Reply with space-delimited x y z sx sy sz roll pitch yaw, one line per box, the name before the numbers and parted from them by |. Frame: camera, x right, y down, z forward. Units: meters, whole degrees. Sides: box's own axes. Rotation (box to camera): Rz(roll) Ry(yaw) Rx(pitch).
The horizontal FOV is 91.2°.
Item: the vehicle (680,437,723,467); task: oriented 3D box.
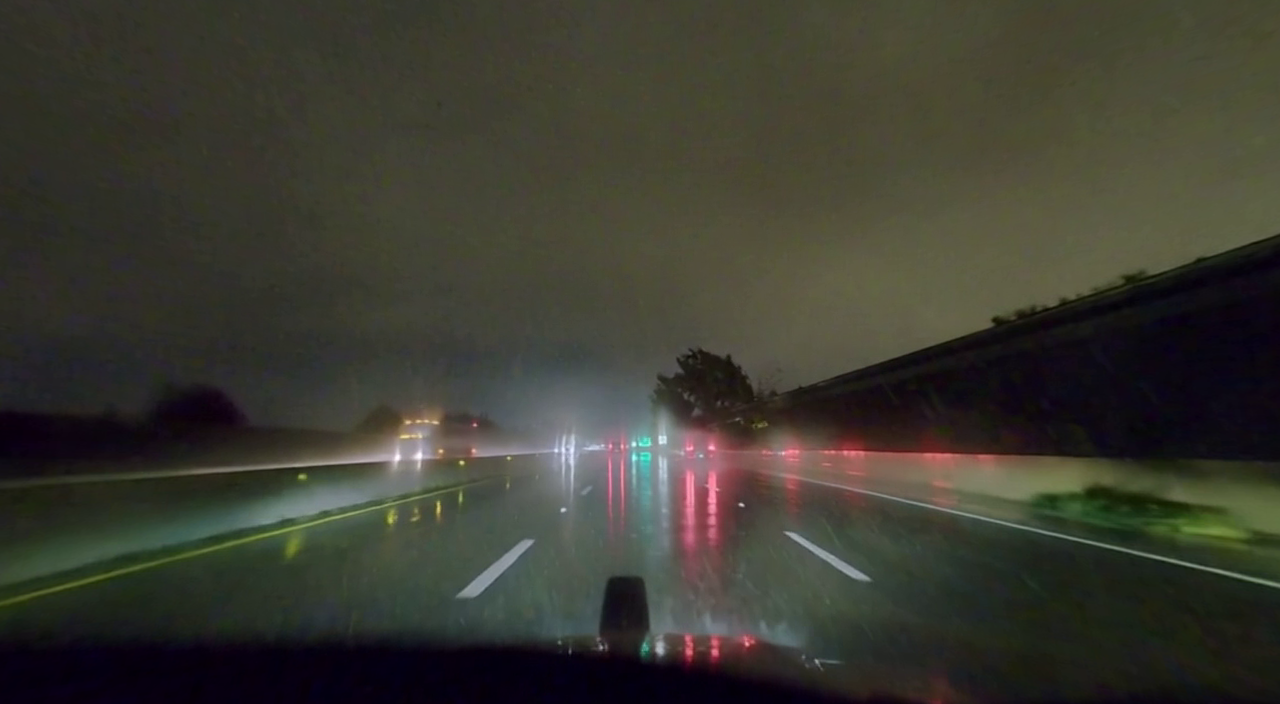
vehicle | 3.633 6.028 37.824 2.202 1.682 4.188 0 -8 0
